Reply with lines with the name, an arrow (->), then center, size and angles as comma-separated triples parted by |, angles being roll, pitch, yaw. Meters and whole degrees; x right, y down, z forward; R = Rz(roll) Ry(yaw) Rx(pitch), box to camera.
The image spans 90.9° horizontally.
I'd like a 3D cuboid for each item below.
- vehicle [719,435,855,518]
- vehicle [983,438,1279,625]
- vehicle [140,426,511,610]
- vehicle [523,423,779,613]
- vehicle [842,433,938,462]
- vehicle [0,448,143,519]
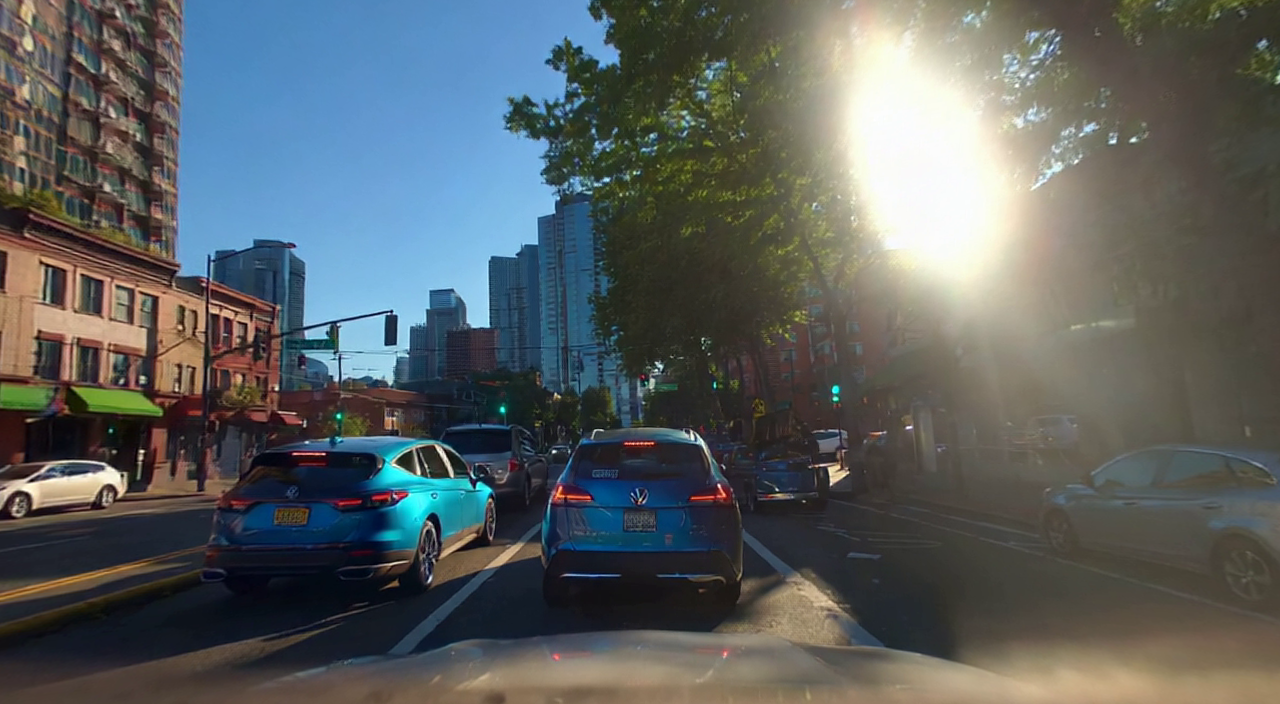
vehicle -> 2.991, 2.617, 13.775 | 2.018, 1.529, 3.880 | 0, -9, 0
vehicle -> 5.966, 1.697, 6.886 | 1.873, 1.453, 4.579 | 0, -9, 0
vehicle -> -3.010, 1.680, 7.288 | 2.131, 1.486, 4.089 | 0, -9, 1
vehicle -> 0.084, 1.589, 6.837 | 2.022, 1.481, 3.564 | 0, -9, 0
vehicle -> 16.363, 6.266, 41.524 | 5.345, 1.811, 2.175 | 0, -9, -1
vehicle -> -16.235, 3.446, 17.018 | 1.914, 1.690, 4.461 | 0, -9, 1
